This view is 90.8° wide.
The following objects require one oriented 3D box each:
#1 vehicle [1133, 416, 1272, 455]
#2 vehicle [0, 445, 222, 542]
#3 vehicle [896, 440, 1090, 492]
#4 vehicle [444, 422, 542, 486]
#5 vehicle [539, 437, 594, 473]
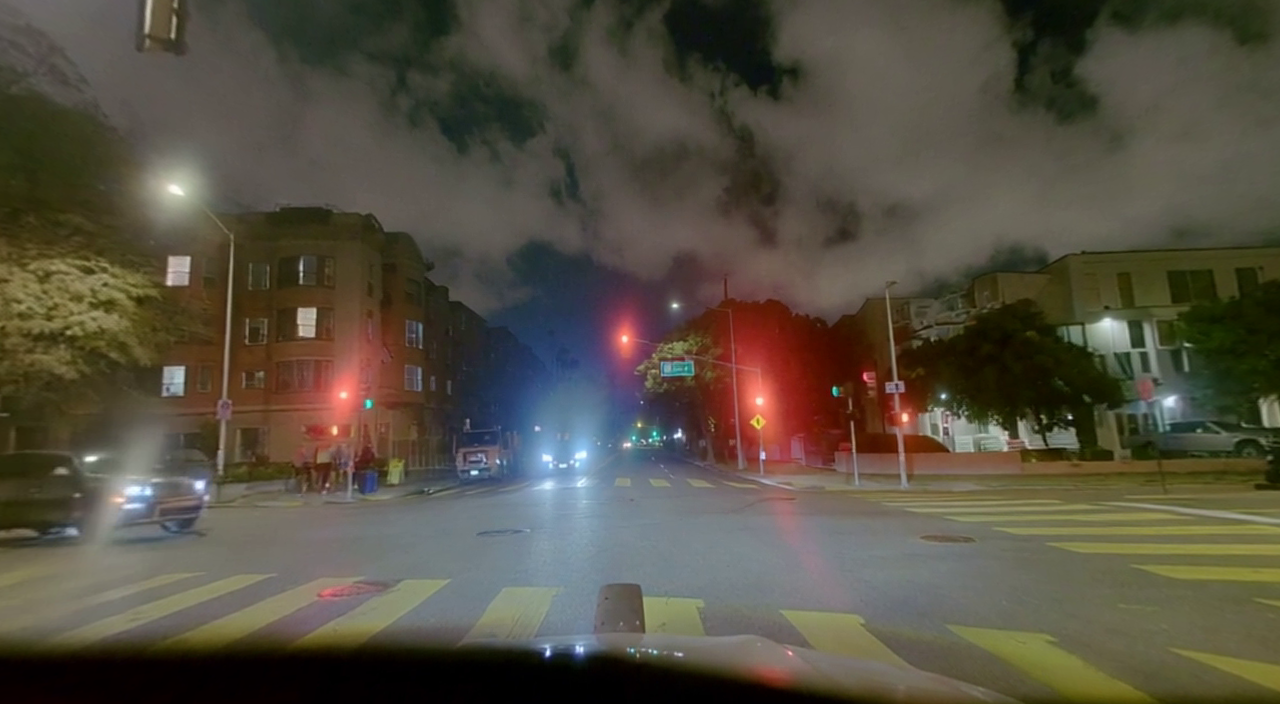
[{"bbox_3d":[33.273,4.953,37.493,5.969,2.225,2.458,0,-9,-4],"label":"vehicle"},{"bbox_3d":[-11.188,2.708,12.497,4.390,1.700,2.048,-1,-9,4],"label":"vehicle"},{"bbox_3d":[11.191,3.626,20.432,5.158,1.470,2.012,-4,-10,26],"label":"vehicle"},{"bbox_3d":[-6.490,4.651,29.197,2.896,2.560,7.322,0,-8,-1],"label":"vehicle"},{"bbox_3d":[-3.683,5.278,32.496,2.302,1.708,4.764,0,-9,0],"label":"vehicle"}]
